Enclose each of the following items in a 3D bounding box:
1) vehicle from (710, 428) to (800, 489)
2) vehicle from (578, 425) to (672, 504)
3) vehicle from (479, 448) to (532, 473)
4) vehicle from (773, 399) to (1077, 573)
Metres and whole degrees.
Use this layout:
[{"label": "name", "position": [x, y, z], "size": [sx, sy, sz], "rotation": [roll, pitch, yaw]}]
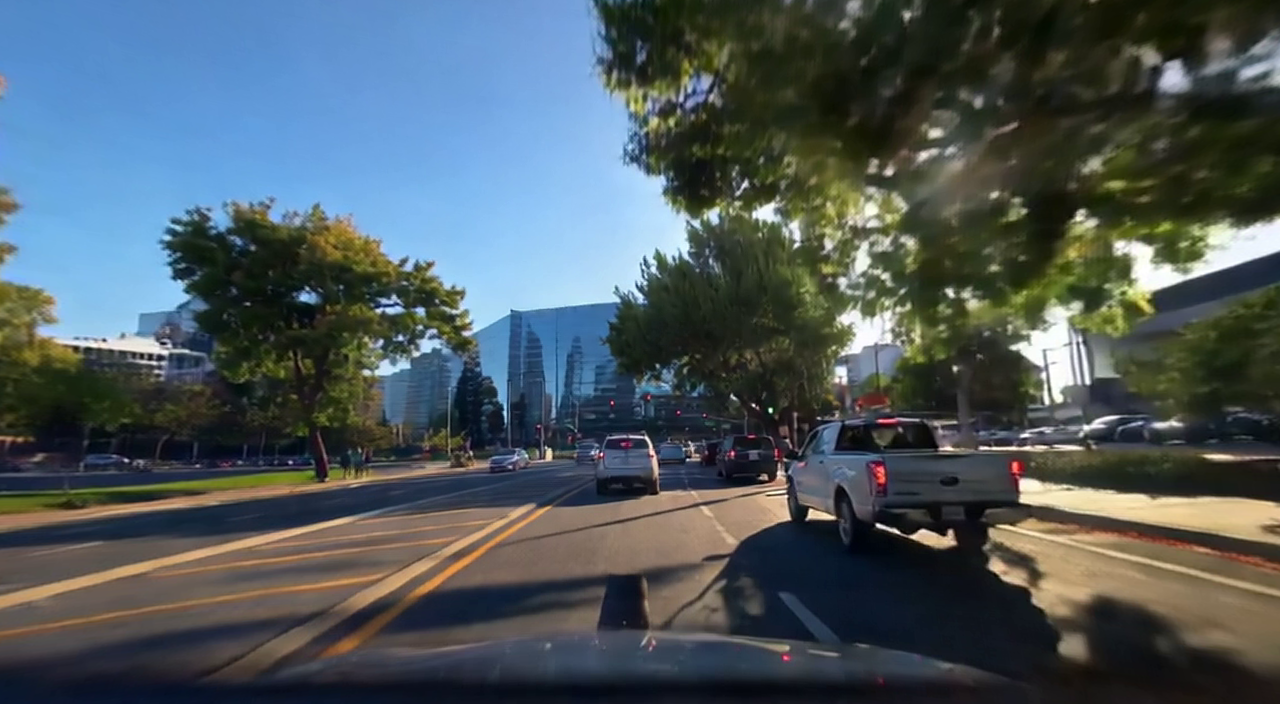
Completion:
[{"label": "vehicle", "position": [3.899, 3.748, 22.610], "size": [2.317, 1.857, 5.940], "rotation": [0, -8, 2]}, {"label": "vehicle", "position": [-0.245, 2.846, 16.352], "size": [2.113, 1.768, 3.901], "rotation": [0, -8, 3]}, {"label": "vehicle", "position": [-8.540, 6.890, 40.434], "size": [1.953, 1.476, 4.747], "rotation": [-1, -9, 6]}, {"label": "vehicle", "position": [3.404, 1.709, 8.830], "size": [2.114, 1.765, 4.647], "rotation": [0, -8, 1]}]
